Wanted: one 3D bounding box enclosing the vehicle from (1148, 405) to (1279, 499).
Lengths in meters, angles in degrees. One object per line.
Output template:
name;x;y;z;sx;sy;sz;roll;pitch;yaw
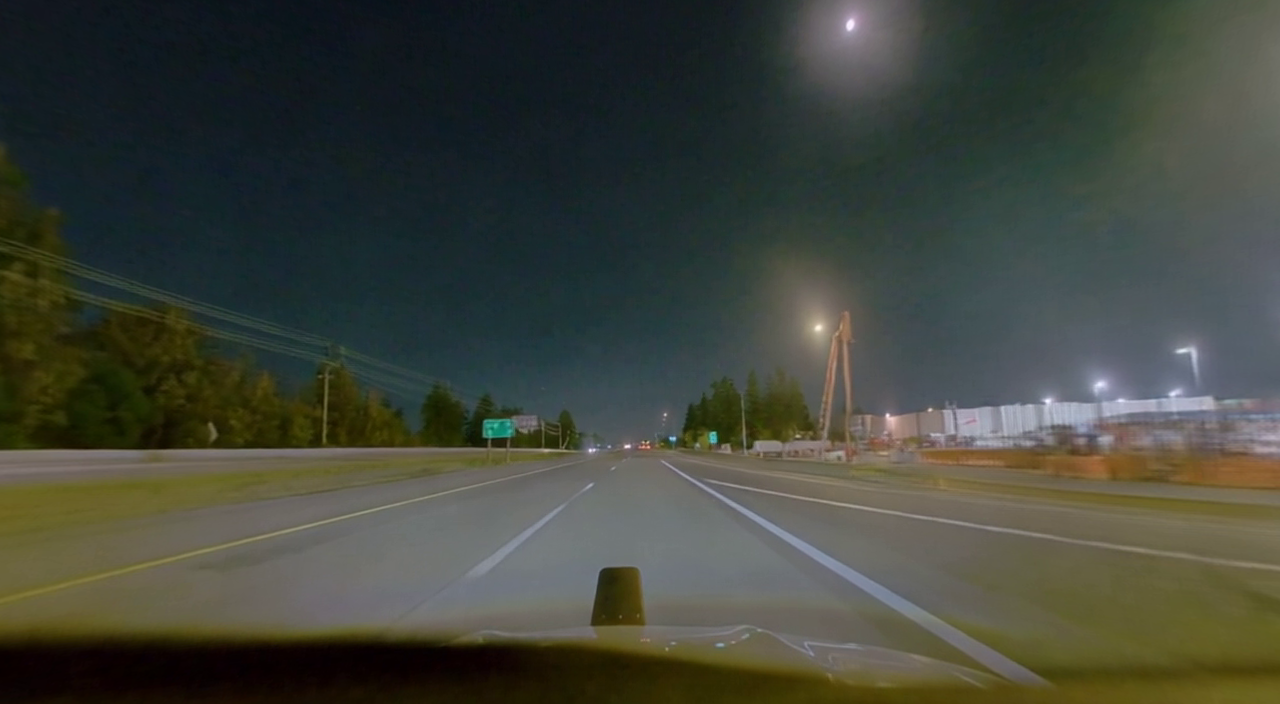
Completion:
vehicle;23.188;3.511;22.547;2.894;3.176;7.895;-2;-8;-4
